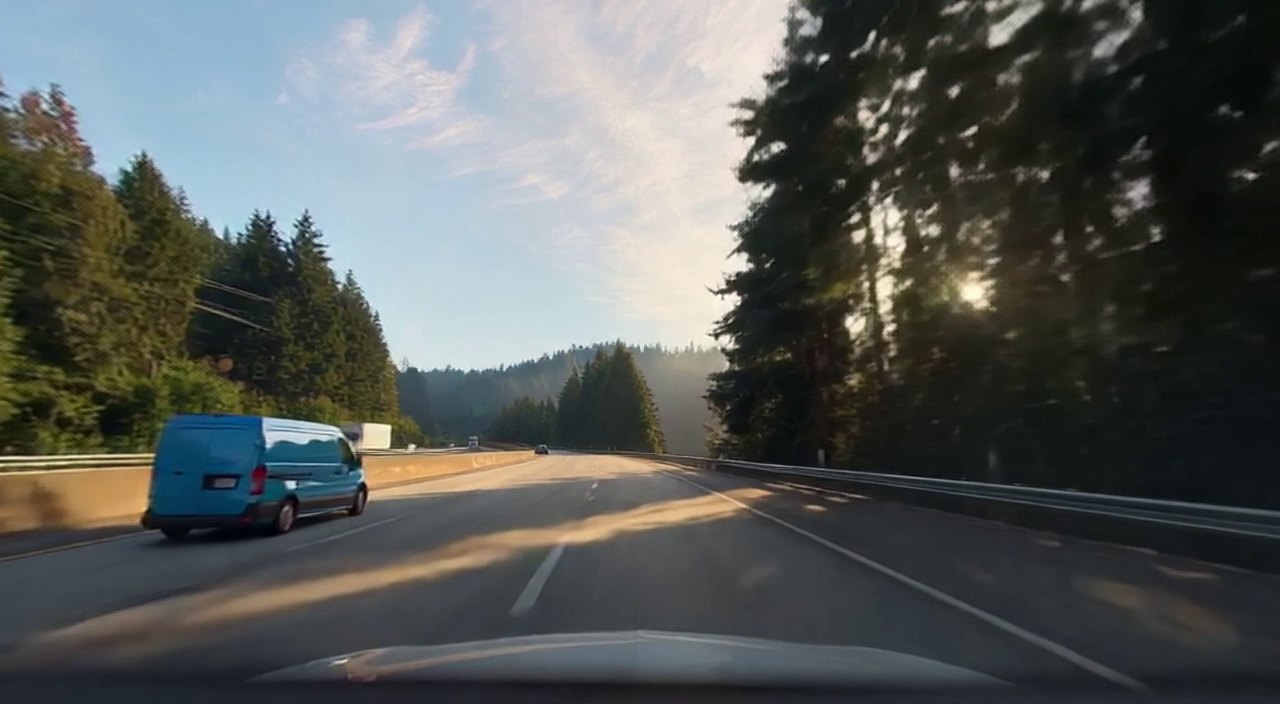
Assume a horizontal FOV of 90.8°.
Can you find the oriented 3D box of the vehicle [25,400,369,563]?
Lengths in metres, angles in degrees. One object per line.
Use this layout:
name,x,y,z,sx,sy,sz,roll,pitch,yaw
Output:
vehicle,-6.671,2.020,10.514,2.197,2.038,4.919,0,-9,-2
